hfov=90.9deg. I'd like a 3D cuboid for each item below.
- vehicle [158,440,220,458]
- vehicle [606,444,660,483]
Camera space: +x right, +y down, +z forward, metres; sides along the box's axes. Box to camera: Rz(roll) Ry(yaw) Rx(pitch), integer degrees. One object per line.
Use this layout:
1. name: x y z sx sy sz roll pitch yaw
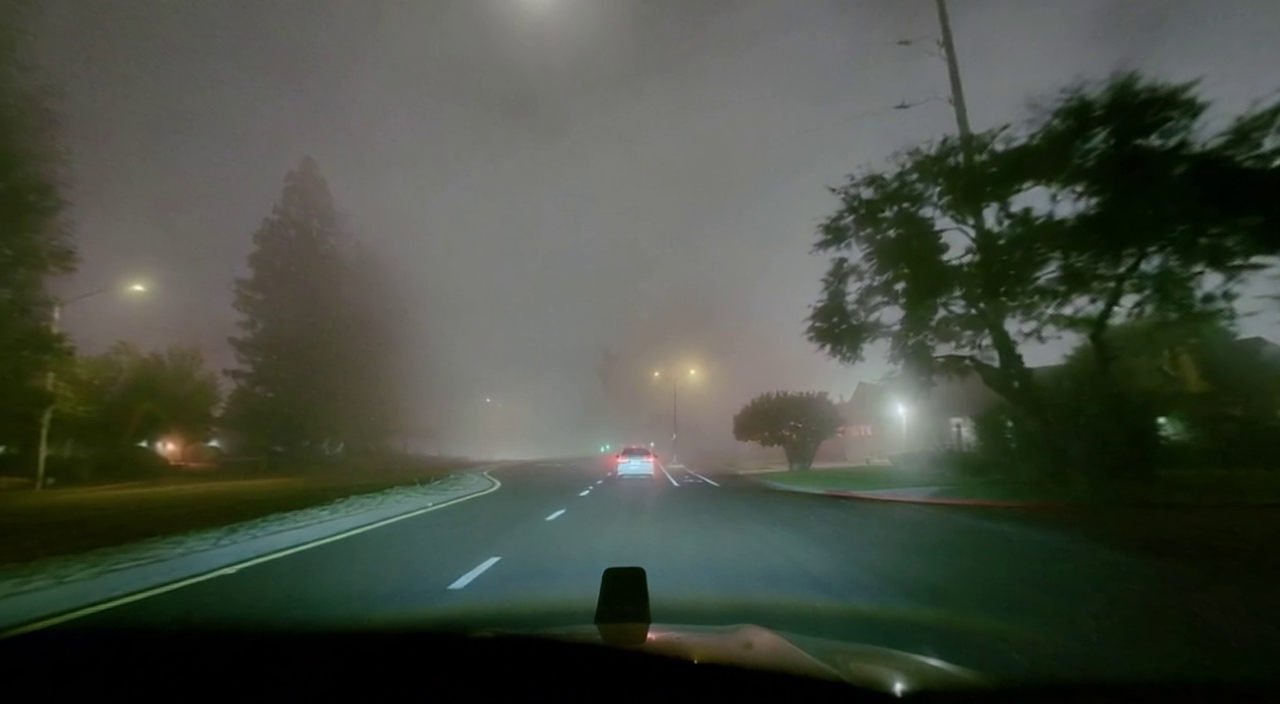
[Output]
1. vehicle: -35.026 7.557 48.959 3.471 1.391 1.625 0 -9 -2
2. vehicle: -0.237 4.469 25.632 2.009 1.456 4.003 0 -8 0
